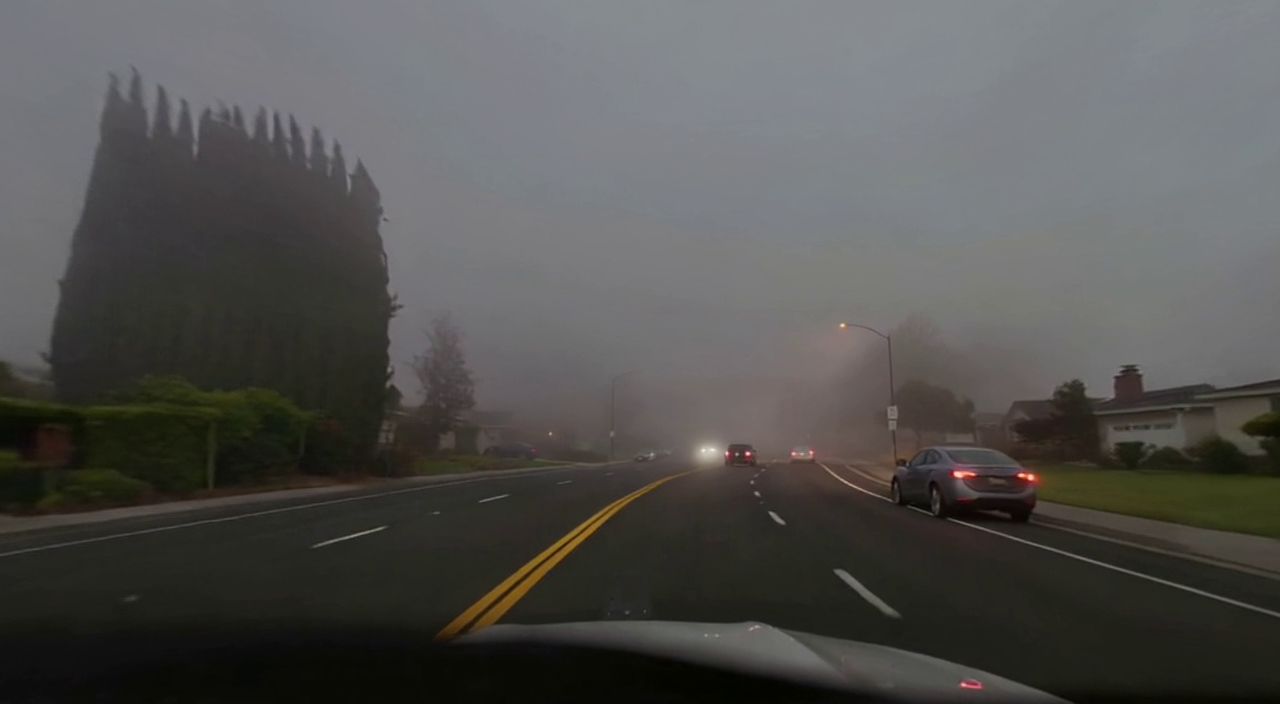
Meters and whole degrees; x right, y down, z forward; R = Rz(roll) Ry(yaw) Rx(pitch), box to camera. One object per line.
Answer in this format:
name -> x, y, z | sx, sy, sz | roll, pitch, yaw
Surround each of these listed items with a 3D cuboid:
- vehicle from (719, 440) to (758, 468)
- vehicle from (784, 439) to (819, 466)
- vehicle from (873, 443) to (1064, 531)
vehicle -> 6.448, 6.600, 40.911 | 2.106, 1.667, 4.367 | -2, -9, 13
vehicle -> 12.188, 7.626, 47.806 | 2.059, 1.924, 4.257 | -1, -8, 9
vehicle -> 6.496, 2.660, 13.135 | 1.934, 1.506, 4.282 | -1, -8, 5
